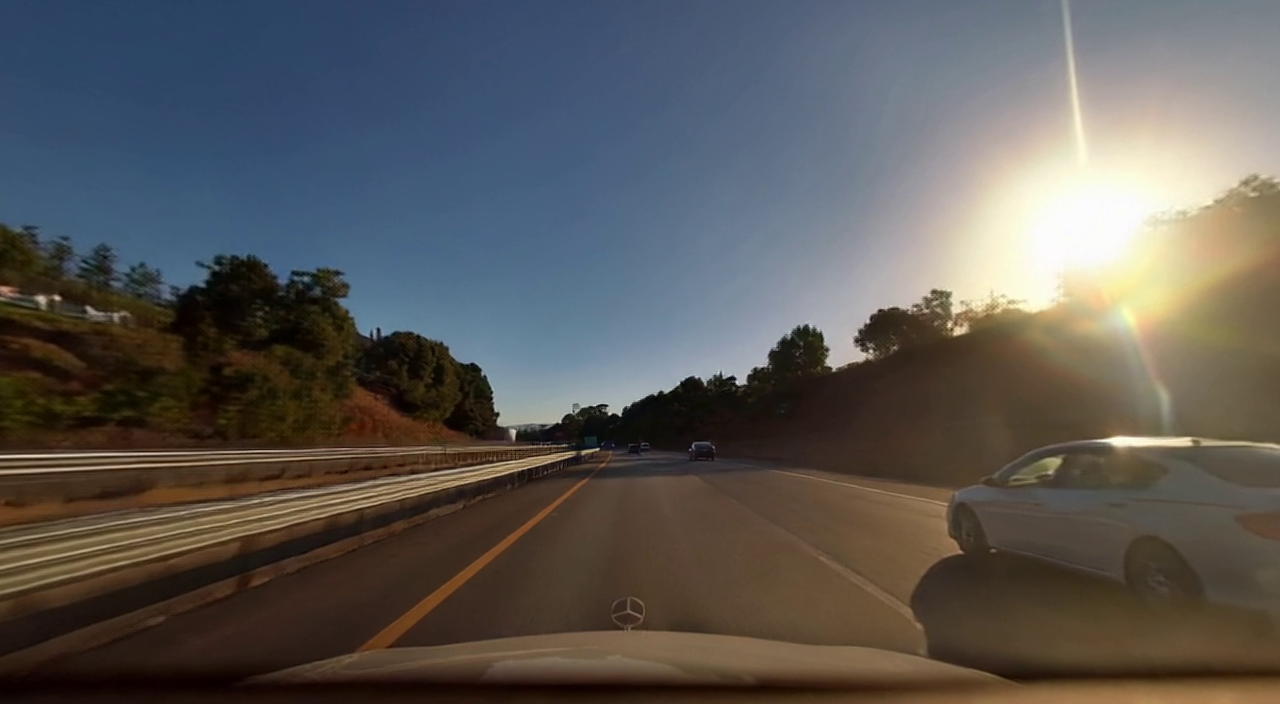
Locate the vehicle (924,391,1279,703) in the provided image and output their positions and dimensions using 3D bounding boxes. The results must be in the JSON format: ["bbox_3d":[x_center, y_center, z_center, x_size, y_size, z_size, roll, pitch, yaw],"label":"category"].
[{"bbox_3d":[4.113,1.189,4.621,2.072,1.528,4.176,0,-8,0],"label":"vehicle"}]

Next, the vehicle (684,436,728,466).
[{"bbox_3d":[3.603,5.452,34.867,1.945,1.538,3.729,0,-8,-1],"label":"vehicle"}]
